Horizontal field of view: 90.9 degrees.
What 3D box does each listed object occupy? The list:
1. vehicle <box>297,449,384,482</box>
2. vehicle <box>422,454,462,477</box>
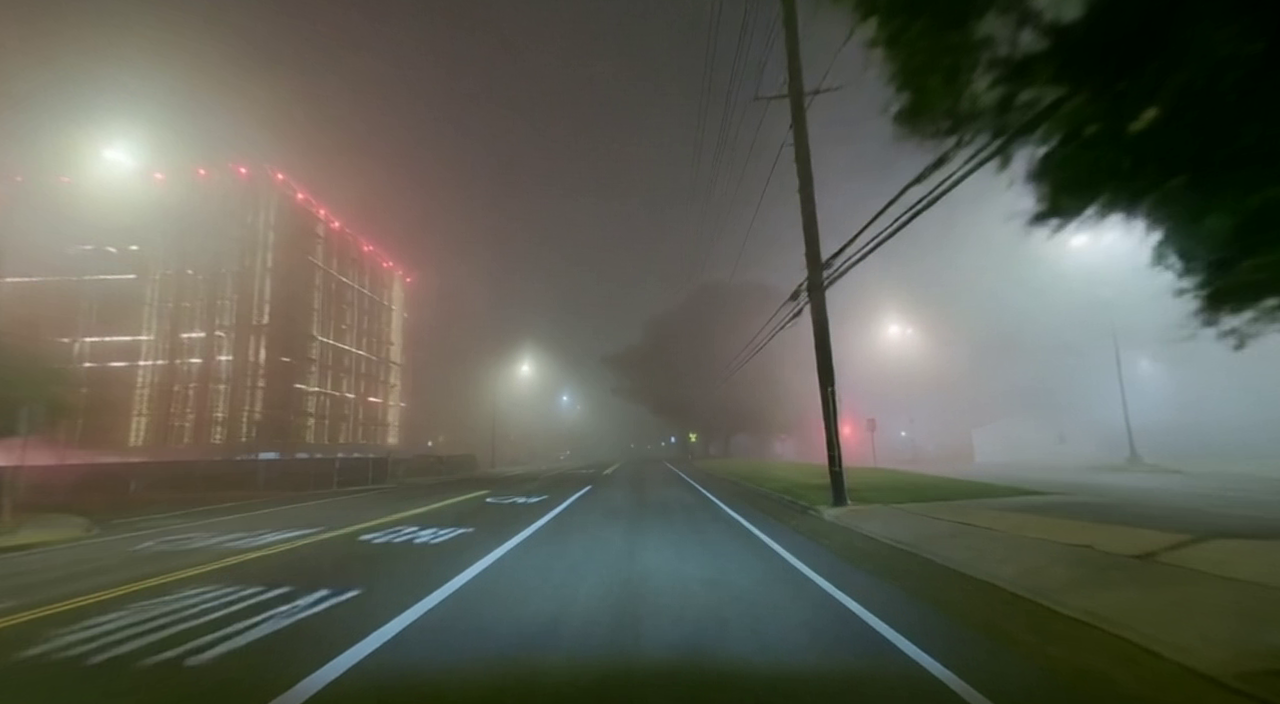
[{"bbox_3d":[-20.091,7.634,42.426,4.712,1.927,2.237,-3,-10,0],"label":"vehicle"},{"bbox_3d":[-15.423,8.744,48.931,2.002,1.683,4.664,5,-11,-28],"label":"vehicle"}]
